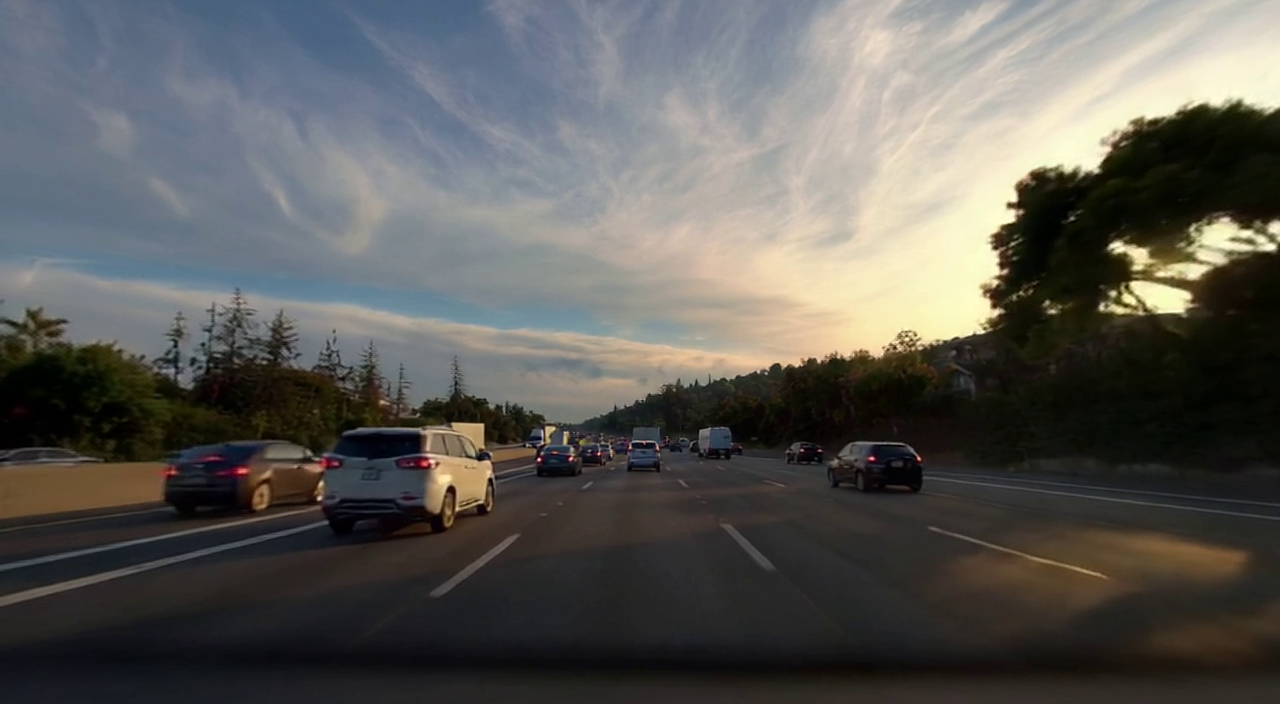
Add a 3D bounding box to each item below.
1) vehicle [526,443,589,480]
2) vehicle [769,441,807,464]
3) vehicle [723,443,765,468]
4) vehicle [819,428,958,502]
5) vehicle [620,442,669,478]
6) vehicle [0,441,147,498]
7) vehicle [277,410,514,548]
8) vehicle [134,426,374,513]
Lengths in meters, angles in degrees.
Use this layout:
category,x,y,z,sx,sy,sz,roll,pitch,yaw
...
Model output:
category,x,y,z,sx,sy,sz,roll,pitch,yaw
vehicle,-3.398,4.614,26.843,2.025,1.449,4.190,0,-9,1
vehicle,11.360,7.741,48.638,1.988,1.676,4.262,0,-9,1
vehicle,6.451,6.486,39.635,1.895,1.488,4.254,0,-9,0
vehicle,6.584,3.043,17.303,1.992,1.745,4.329,0,-9,-1
vehicle,0.192,4.841,28.423,2.053,1.461,3.941,0,-9,1
vehicle,-18.203,3.568,19.538,1.728,1.537,4.734,-1,-9,4
vehicle,-3.570,1.959,10.318,2.012,1.734,4.510,0,-9,0
vehicle,-9.009,2.810,15.578,2.322,1.743,5.624,0,-9,1
